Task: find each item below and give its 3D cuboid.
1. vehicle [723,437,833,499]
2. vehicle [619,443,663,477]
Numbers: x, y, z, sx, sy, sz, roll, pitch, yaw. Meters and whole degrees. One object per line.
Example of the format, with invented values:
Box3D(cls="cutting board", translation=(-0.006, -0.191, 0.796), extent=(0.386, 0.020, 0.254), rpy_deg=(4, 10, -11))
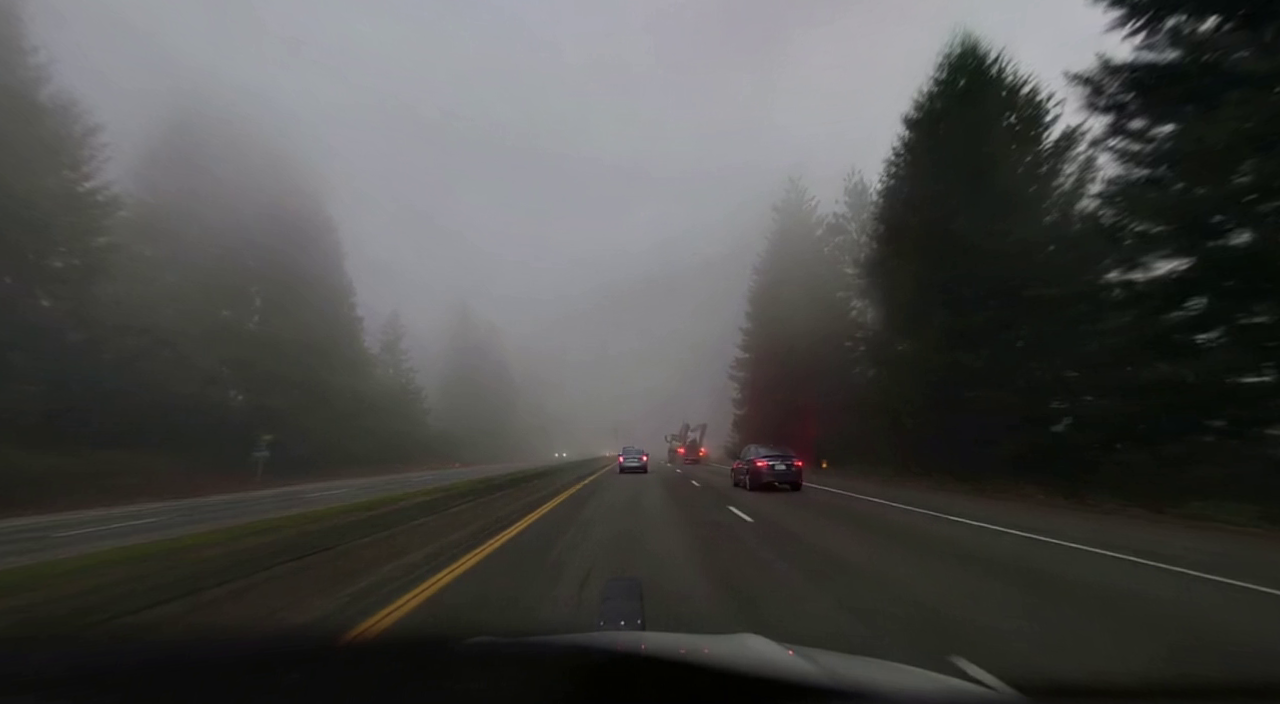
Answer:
Box3D(cls="vehicle", translation=(3.768, 3.255, 18.012), extent=(2.168, 1.529, 3.883), rpy_deg=(0, -9, -1))
Box3D(cls="vehicle", translation=(0.014, 5.318, 31.144), extent=(2.045, 1.527, 4.023), rpy_deg=(0, -9, -1))
